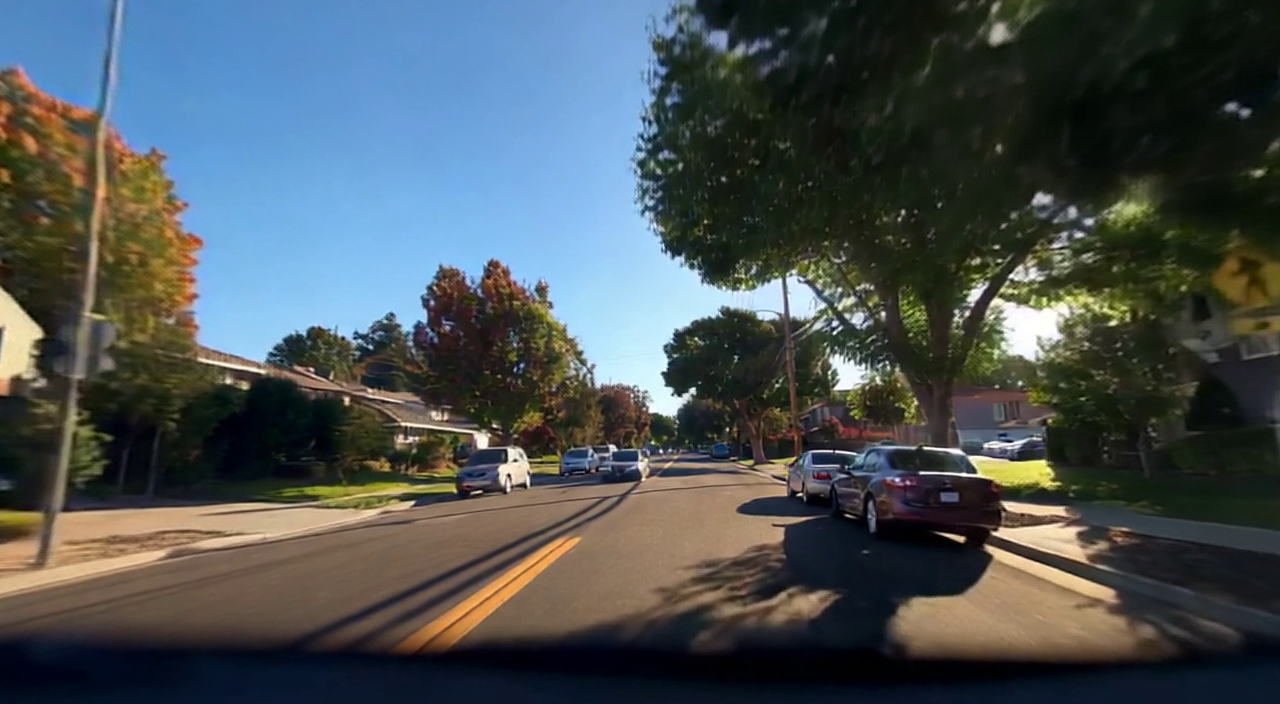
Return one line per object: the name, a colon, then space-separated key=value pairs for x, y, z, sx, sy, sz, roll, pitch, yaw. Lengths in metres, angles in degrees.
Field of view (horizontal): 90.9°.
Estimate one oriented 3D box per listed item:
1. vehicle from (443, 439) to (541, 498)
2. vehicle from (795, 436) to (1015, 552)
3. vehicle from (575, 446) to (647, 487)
vehicle: x=-5.023 y=3.996 z=22.087 sx=2.027 sy=1.695 sz=4.437 roll=-4 pitch=-8 yaw=4
vehicle: x=4.022 y=2.191 z=10.585 sx=2.014 sy=1.482 sz=4.599 roll=-1 pitch=-8 yaw=5
vehicle: x=-1.035 y=4.486 z=25.154 sx=2.079 sy=1.441 sz=4.541 roll=-1 pitch=-8 yaw=7
